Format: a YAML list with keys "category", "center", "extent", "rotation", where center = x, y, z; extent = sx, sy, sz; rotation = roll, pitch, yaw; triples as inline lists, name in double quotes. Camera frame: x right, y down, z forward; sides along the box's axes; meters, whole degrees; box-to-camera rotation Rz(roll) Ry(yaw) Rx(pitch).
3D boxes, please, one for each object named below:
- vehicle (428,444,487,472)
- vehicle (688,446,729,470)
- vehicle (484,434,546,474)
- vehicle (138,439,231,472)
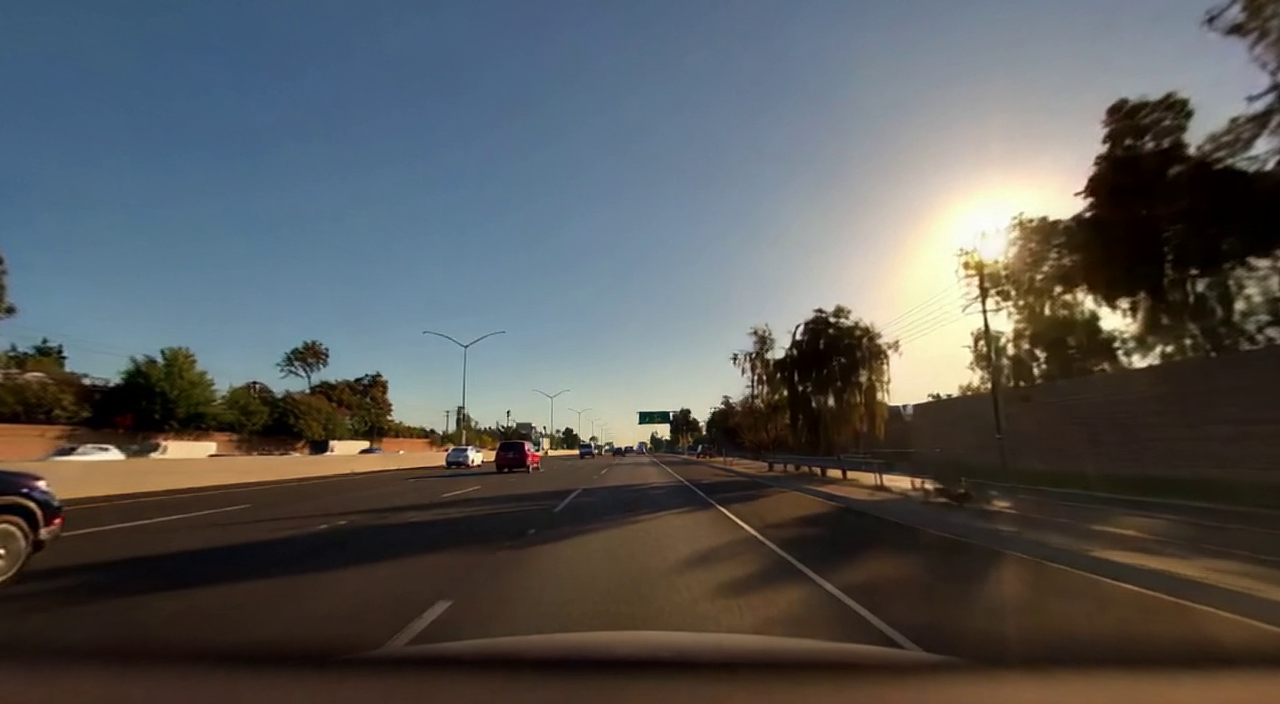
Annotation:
- category: "vehicle"
  center: [-10.333, 6.050, 36.064]
  extent: [2.042, 1.485, 4.395]
  rotation: [0, -9, 0]
- category: "vehicle"
  center: [4.576, 7.132, 42.684]
  extent: [2.251, 1.520, 4.550]
  rotation: [1, -9, -1]
- category: "vehicle"
  center: [-6.518, 5.419, 33.497]
  extent: [2.255, 1.934, 4.868]
  rotation: [1, -9, 0]
- category: "vehicle"
  center: [-29.512, 6.712, 41.016]
  extent: [2.345, 1.950, 4.914]
  rotation: [1, -9, -1]
